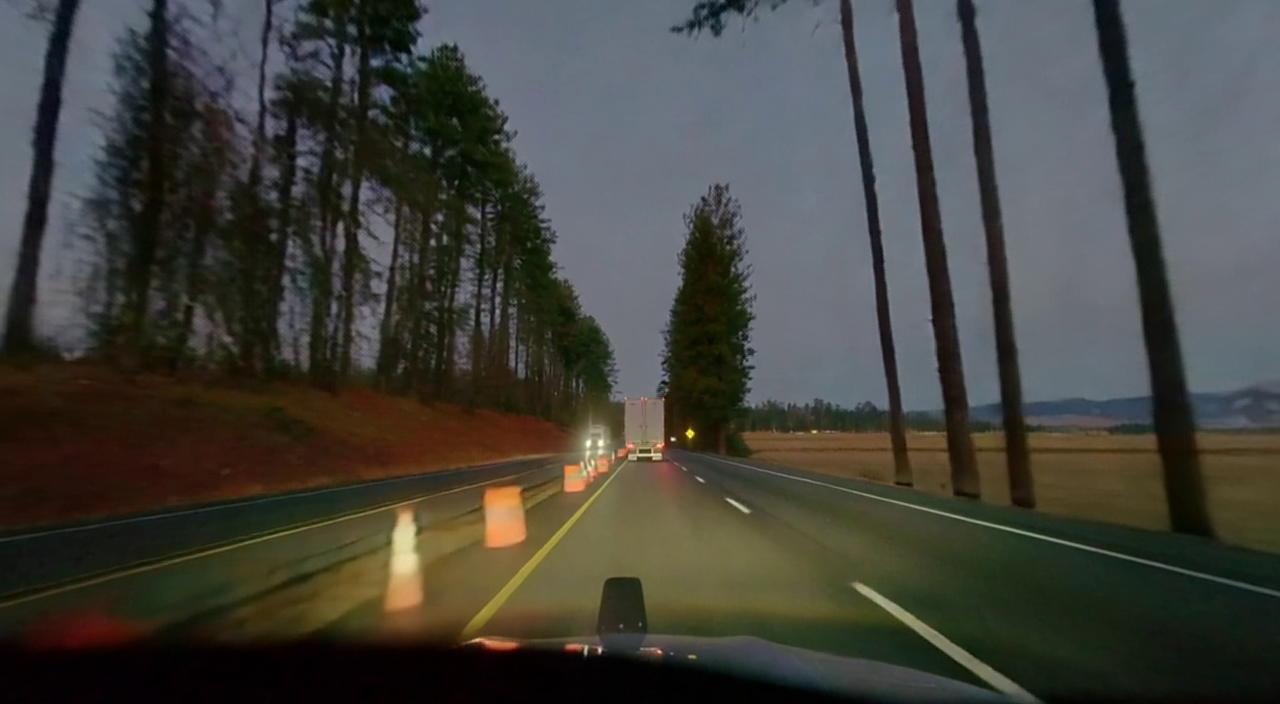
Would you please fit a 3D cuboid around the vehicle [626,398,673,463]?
[{"bbox_3d":[0.501,5.803,45.740,2.935,4.068,11.036,0,-8,-1],"label":"vehicle"}]
